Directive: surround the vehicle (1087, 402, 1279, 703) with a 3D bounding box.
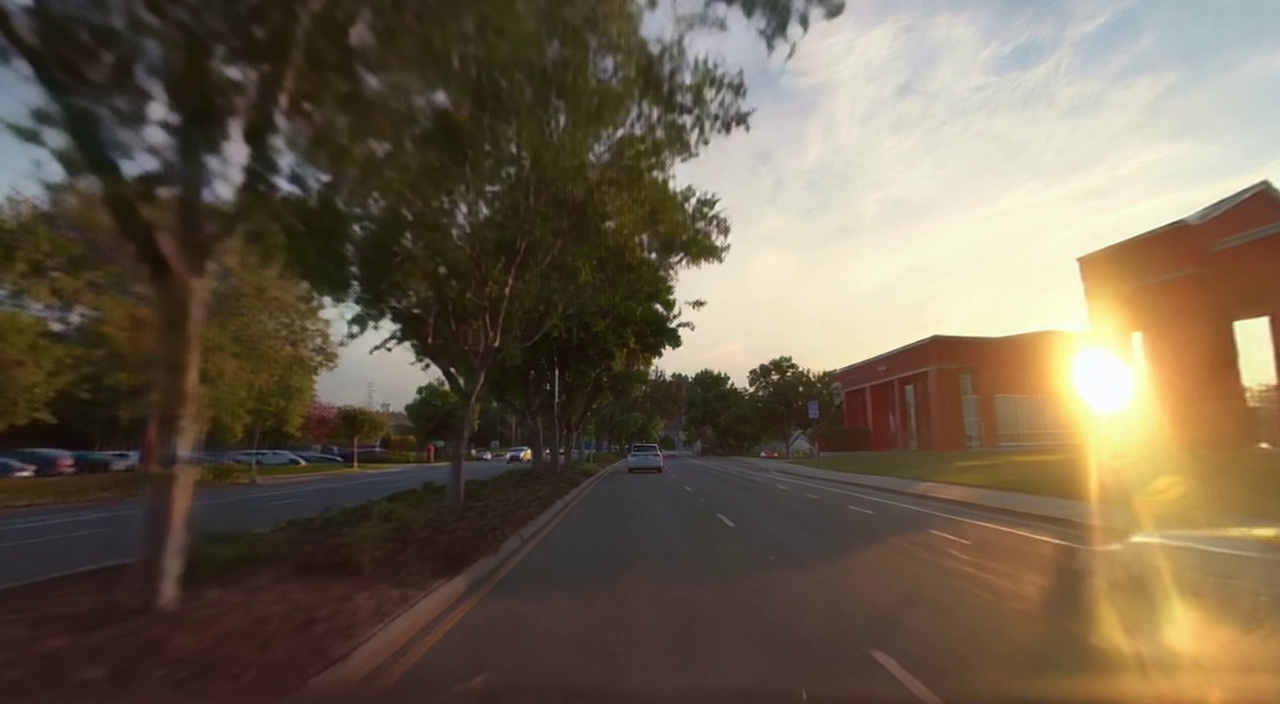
[{"bbox_3d":[3.624,0.745,1.118,2.132,1.497,4.827,0,-8,0],"label":"vehicle"}]

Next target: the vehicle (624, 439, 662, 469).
[{"bbox_3d":[0.229,6.140,38.260,2.123,1.703,4.292,0,-8,1],"label":"vehicle"}]
